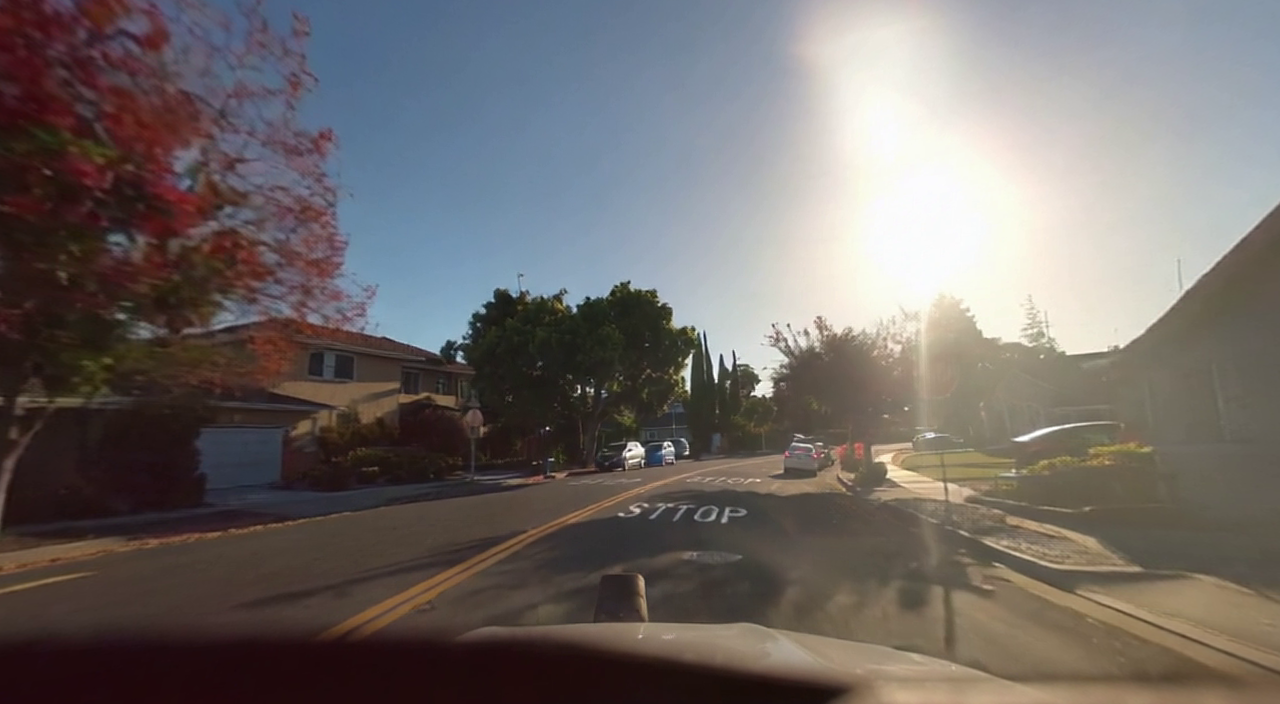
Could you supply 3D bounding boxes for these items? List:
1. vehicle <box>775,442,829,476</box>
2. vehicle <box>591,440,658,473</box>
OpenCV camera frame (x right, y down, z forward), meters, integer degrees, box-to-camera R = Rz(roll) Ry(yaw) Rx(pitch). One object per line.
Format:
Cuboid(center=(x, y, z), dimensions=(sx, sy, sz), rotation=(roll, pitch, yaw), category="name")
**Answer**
Cuboid(center=(7.872, 5.086, 30.305), dimensions=(2.045, 1.478, 4.914), rotation=(-3, -9, 19), category="vehicle")
Cuboid(center=(-0.767, 5.788, 35.283), dimensions=(2.030, 1.696, 4.828), rotation=(-4, -9, 21), category="vehicle")
